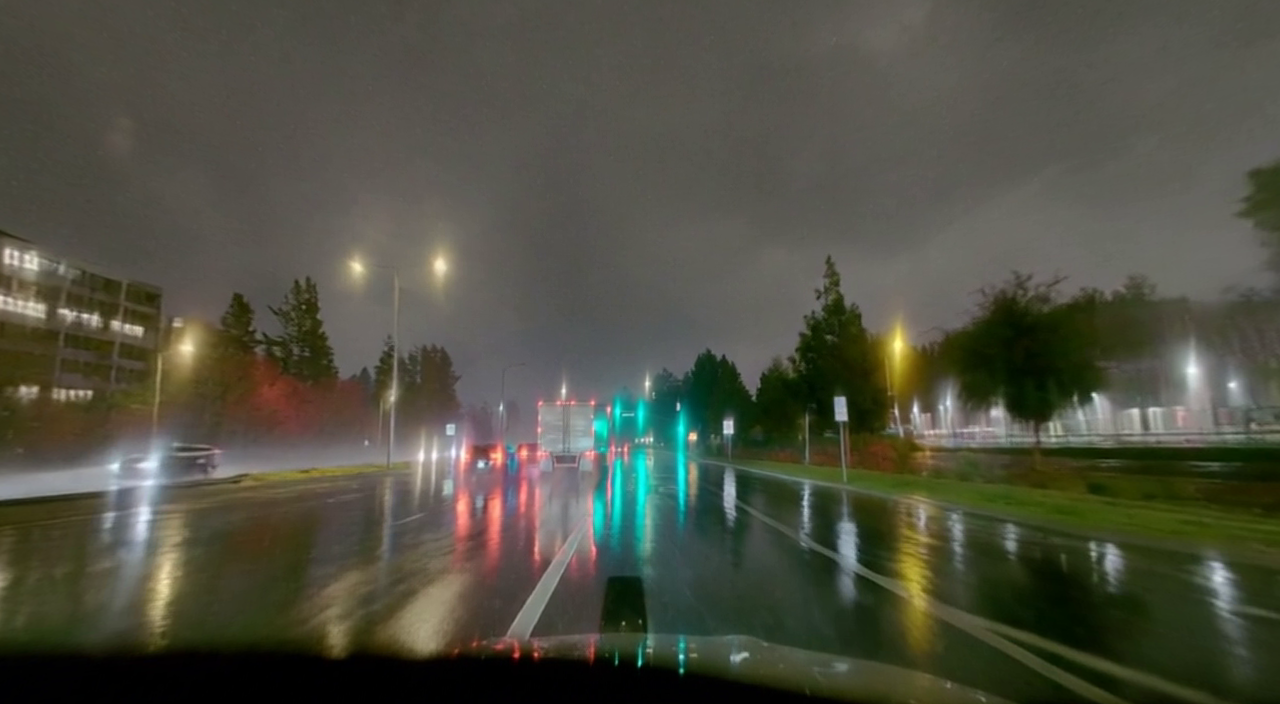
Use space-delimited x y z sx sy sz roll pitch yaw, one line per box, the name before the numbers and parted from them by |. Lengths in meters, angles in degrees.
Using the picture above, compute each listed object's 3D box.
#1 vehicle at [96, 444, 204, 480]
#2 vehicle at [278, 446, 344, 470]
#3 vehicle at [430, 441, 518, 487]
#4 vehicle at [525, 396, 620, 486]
vehicle | -25.486 5.735 32.931 1.937 1.706 4.617 0 -9 0
vehicle | -21.987 7.107 42.175 1.887 1.488 4.759 0 -9 0
vehicle | -5.804 3.956 22.471 2.023 1.483 4.143 0 -9 0
vehicle | -2.411 3.561 24.901 2.993 3.051 6.692 0 -9 0
